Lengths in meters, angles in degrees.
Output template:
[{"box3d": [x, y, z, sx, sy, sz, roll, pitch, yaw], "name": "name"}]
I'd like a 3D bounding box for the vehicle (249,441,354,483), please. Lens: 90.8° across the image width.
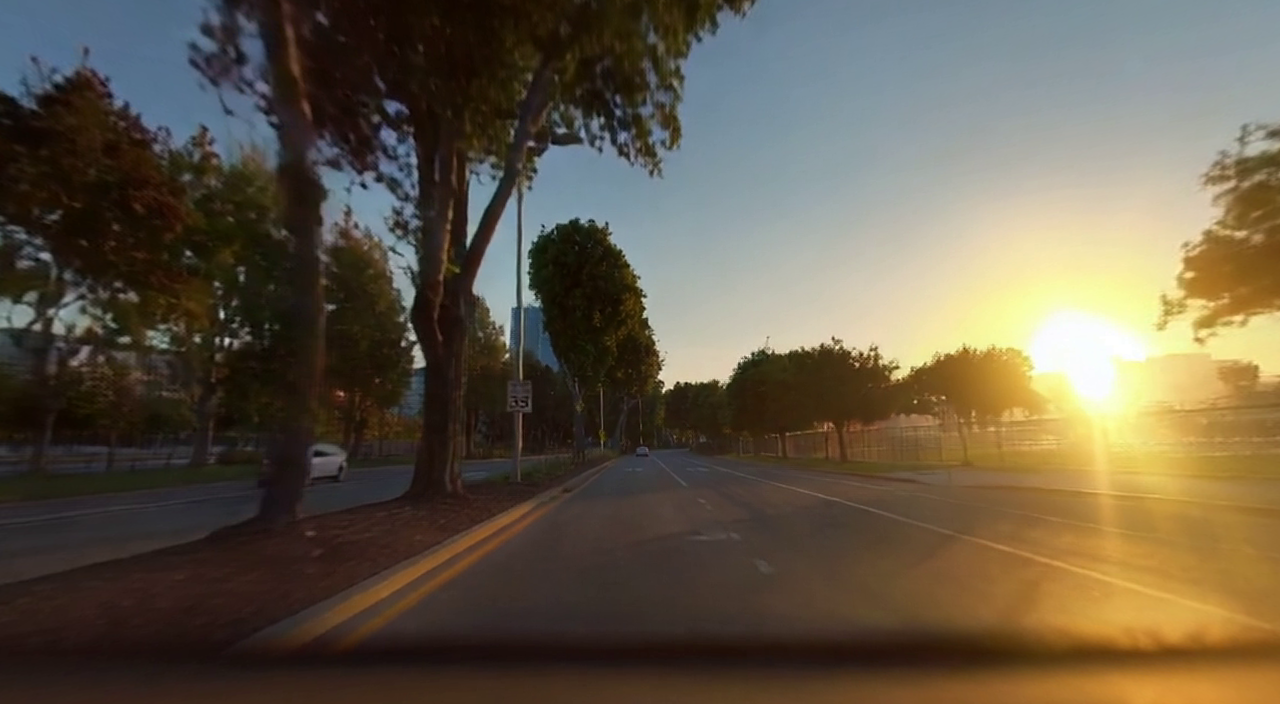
[{"box3d": [-16.439, 5.354, 31.031, 2.511, 1.881, 4.658, 0, -8, 1], "name": "vehicle"}]
